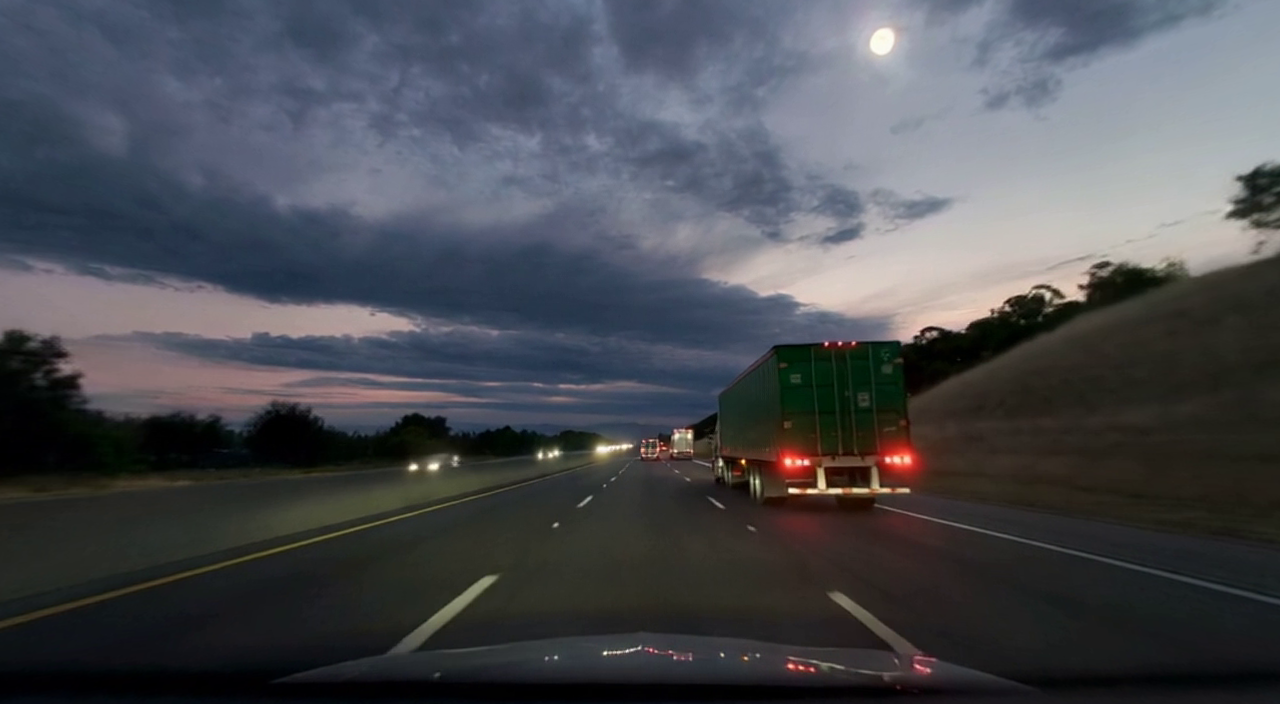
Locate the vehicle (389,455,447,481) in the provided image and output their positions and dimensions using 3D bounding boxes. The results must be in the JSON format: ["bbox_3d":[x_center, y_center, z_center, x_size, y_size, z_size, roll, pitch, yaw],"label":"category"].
[{"bbox_3d":[-14.008,7.328,40.111,1.984,1.488,4.545,0,-9,1],"label":"vehicle"}]

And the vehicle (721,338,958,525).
[{"bbox_3d":[4.159,2.099,15.918,2.960,3.381,8.914,0,-9,-1],"label":"vehicle"}]
